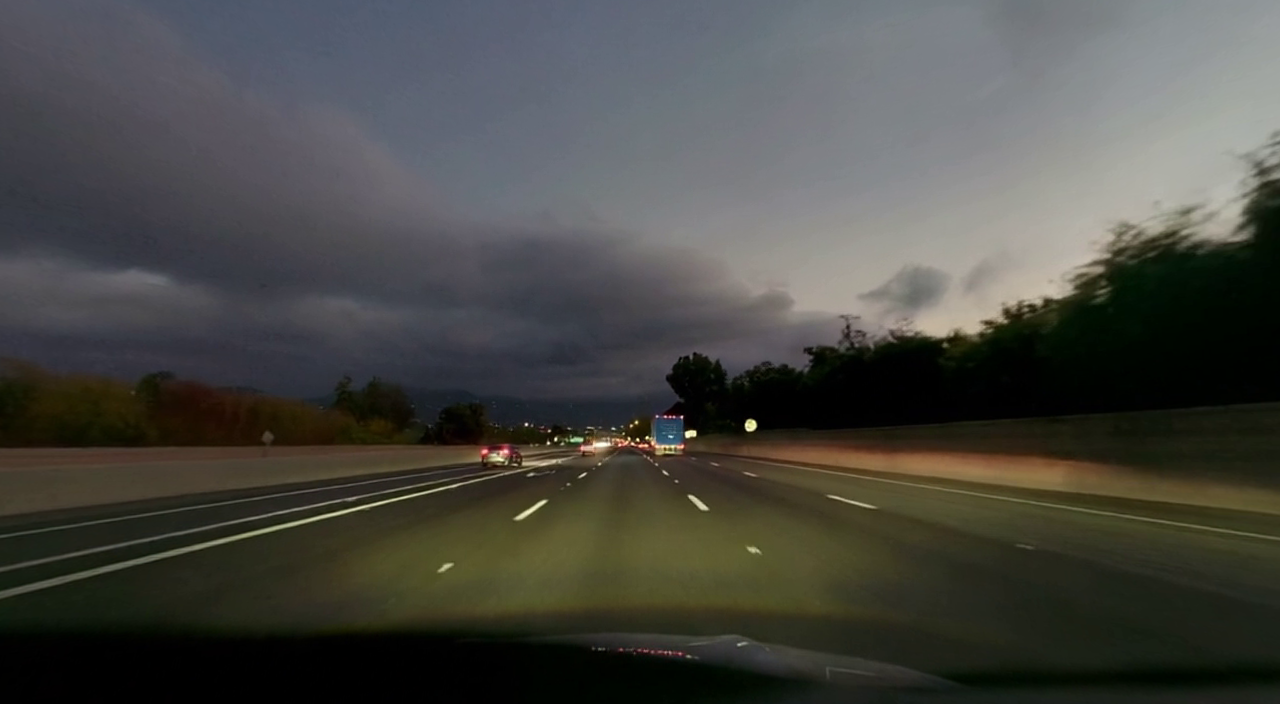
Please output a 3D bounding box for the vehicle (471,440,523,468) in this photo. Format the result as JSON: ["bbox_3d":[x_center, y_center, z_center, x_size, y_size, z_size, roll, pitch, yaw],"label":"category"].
[{"bbox_3d":[-8.216,5.911,36.749,2.033,1.494,4.508,0,-9,0],"label":"vehicle"}]

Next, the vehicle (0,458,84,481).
[{"bbox_3d":[-44.845,8.827,47.548,1.869,1.517,4.593,0,-9,-1],"label":"vehicle"}]
